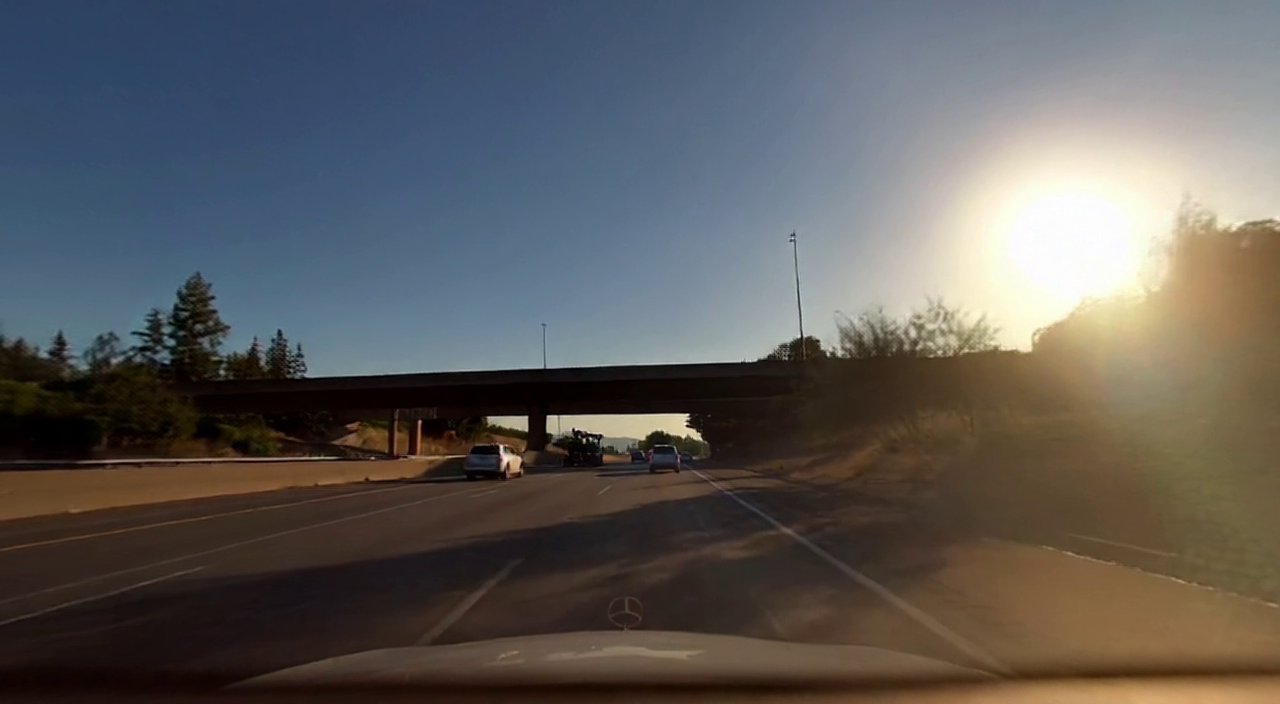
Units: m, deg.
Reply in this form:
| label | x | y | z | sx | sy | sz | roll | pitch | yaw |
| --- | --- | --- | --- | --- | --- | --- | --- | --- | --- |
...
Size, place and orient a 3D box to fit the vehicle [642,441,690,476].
| label | x | y | z | sx | sy | sz | roll | pitch | yaw |
| --- | --- | --- | --- | --- | --- | --- | --- | --- | --- |
| vehicle | 1.381 | 5.608 | 33.445 | 2.336 | 1.722 | 4.212 | 0 | -8 | 3 |

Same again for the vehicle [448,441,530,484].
| label | x | y | z | sx | sy | sz | roll | pitch | yaw |
| --- | --- | --- | --- | --- | --- | --- | --- | --- | --- |
| vehicle | -6.242 | 4.602 | 26.746 | 2.115 | 1.644 | 4.513 | 0 | -8 | 3 |
